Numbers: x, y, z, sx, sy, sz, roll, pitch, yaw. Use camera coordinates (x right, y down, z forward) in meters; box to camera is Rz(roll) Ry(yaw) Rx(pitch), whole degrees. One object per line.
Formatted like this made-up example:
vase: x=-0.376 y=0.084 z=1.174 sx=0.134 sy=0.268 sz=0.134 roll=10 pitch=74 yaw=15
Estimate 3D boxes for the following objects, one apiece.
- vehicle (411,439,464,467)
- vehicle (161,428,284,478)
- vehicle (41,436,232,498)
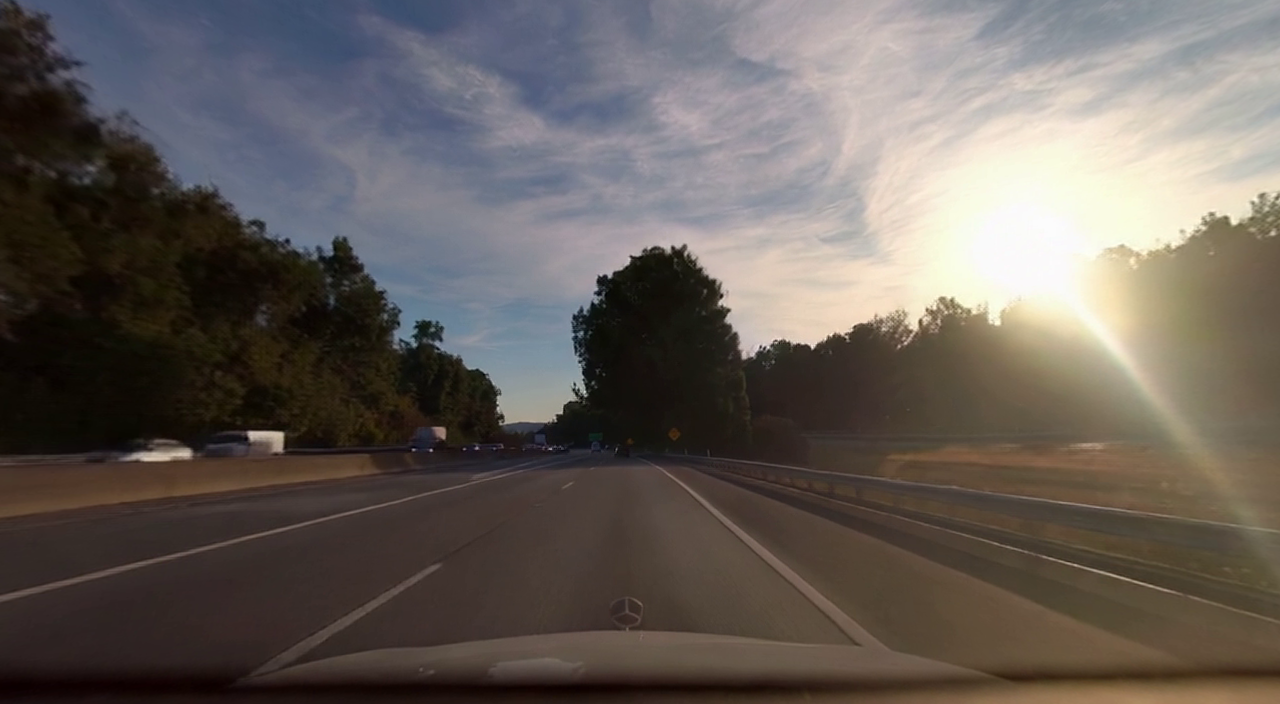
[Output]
vehicle: x=-13.869 y=6.966 z=43.434 sx=2.107 sy=1.790 sz=4.620 roll=0 pitch=-9 yaw=0
vehicle: x=-18.442 y=4.494 z=28.196 sx=2.145 sy=2.042 sz=4.848 roll=0 pitch=-9 yaw=0
vehicle: x=-14.034 y=3.220 z=17.965 sx=1.846 sy=1.517 sz=4.301 roll=-1 pitch=-9 yaw=0
